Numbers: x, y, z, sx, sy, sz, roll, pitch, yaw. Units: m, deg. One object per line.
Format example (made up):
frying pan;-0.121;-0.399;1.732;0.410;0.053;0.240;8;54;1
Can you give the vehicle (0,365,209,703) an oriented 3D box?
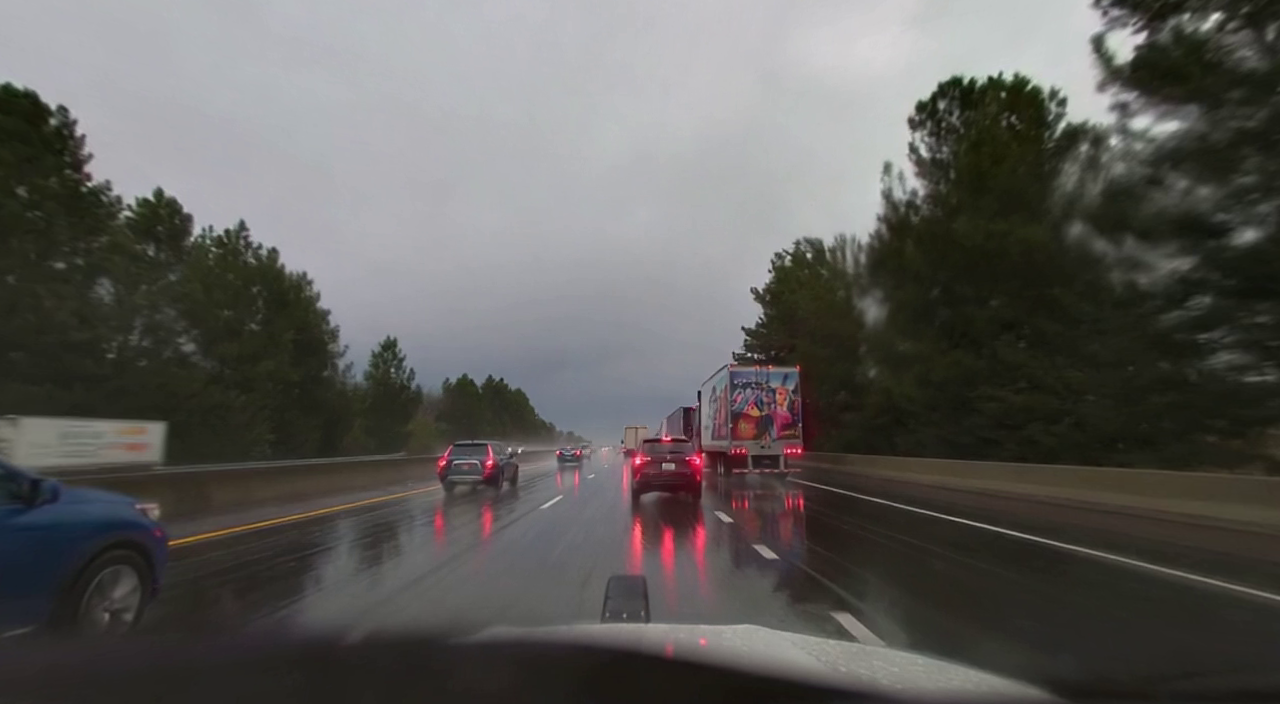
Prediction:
vehicle;-4.048;0.781;2.156;1.983;1.666;4.452;0;-8;0

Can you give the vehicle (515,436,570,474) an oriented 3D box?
vehicle;-4.694;5.013;30.896;2.014;1.683;4.275;0;-8;-1

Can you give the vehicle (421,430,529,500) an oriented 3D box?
vehicle;-4.296;2.987;17.037;1.905;1.642;3.803;0;-8;0

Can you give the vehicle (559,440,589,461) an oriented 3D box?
vehicle;-5.103;7.660;48.979;1.950;1.535;4.237;0;-8;-1

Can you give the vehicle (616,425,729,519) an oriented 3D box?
vehicle;0.585;2.408;13.106;2.017;1.662;3.543;0;-8;0

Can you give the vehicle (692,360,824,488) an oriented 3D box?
vehicle;4.339;3.294;27.271;2.828;4.081;14.220;0;-8;-1
